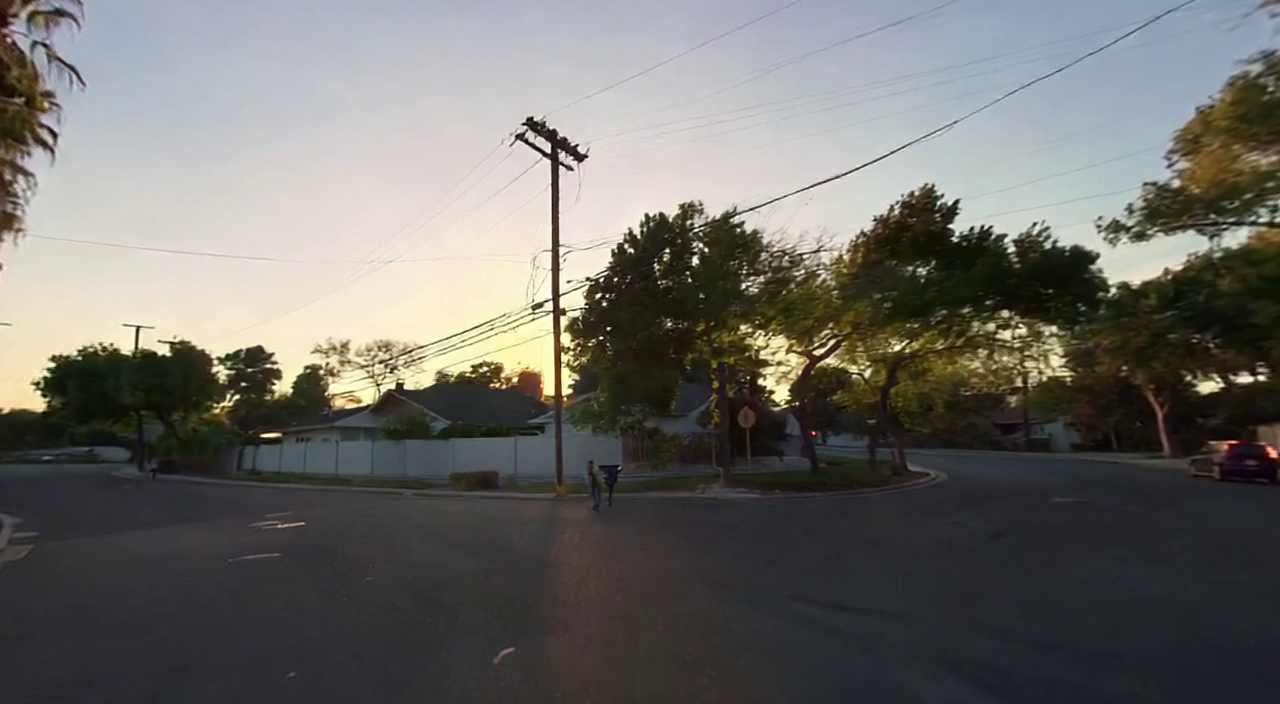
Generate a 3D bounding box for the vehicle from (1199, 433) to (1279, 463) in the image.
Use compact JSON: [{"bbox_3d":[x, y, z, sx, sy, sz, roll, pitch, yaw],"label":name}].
[{"bbox_3d":[31.124,4.834,31.964,3.842,1.453,1.805,-4,-9,29],"label":"vehicle"}]
